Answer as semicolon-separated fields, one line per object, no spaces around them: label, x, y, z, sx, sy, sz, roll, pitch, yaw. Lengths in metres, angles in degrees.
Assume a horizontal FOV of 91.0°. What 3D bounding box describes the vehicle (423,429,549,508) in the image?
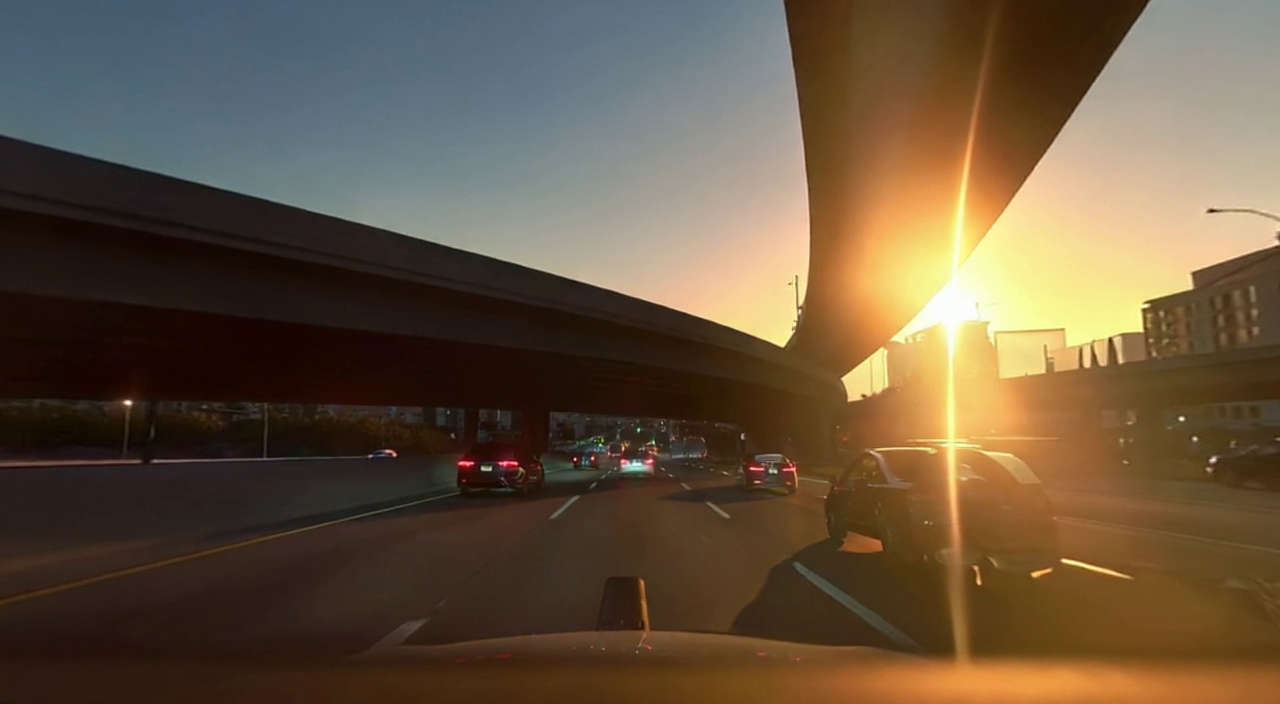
vehicle;-3.948;3.070;17.111;2.142;1.819;4.648;0;-9;1

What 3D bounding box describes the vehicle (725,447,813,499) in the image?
vehicle;4.020;3.828;20.329;1.974;1.490;3.994;0;-9;0

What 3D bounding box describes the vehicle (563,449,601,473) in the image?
vehicle;-3.618;6.849;39.880;1.868;1.431;4.055;0;-9;2

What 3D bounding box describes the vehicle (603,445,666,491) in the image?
vehicle;-0.154;4.160;22.892;2.089;1.493;3.964;0;-9;1
